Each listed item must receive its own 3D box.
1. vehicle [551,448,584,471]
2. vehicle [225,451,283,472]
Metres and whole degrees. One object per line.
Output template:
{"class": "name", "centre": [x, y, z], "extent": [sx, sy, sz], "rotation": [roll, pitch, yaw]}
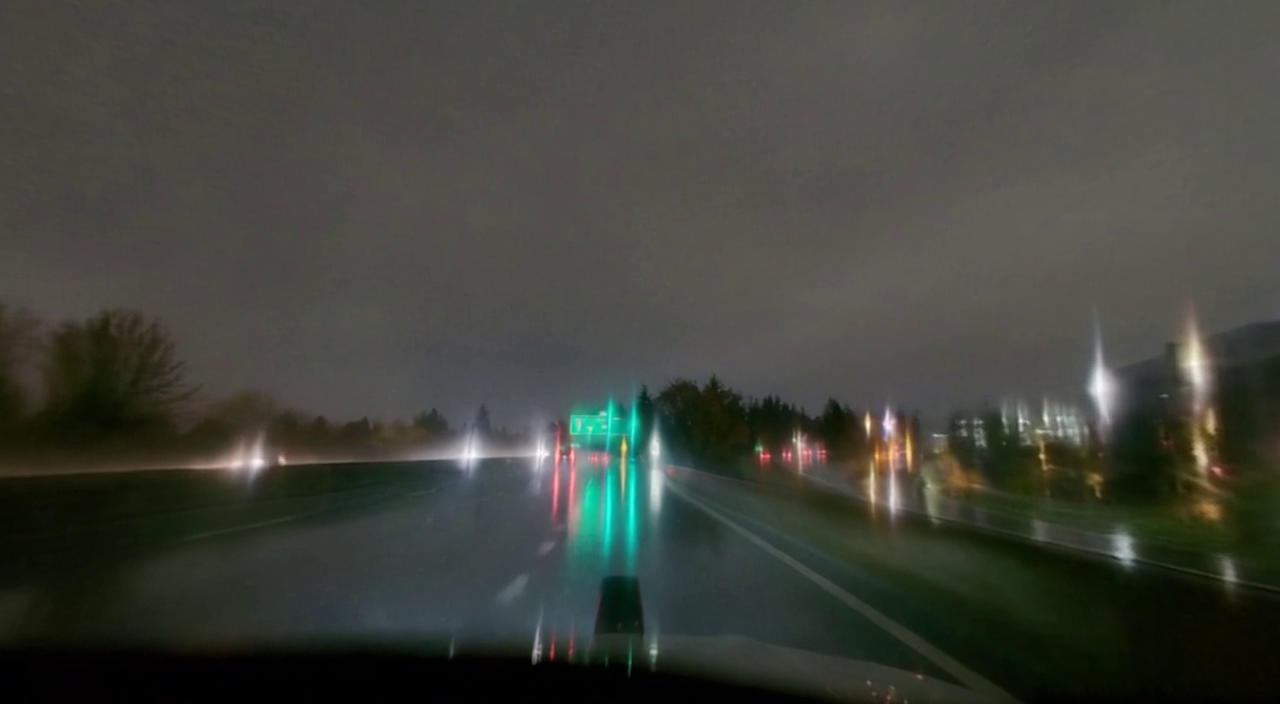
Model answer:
{"class": "vehicle", "centre": [-5.374, 8.028, 46.846], "extent": [2.248, 1.619, 3.848], "rotation": [0, -9, -4]}
{"class": "vehicle", "centre": [-28.572, 8.115, 46.517], "extent": [1.809, 1.432, 4.193], "rotation": [0, -9, -3]}
